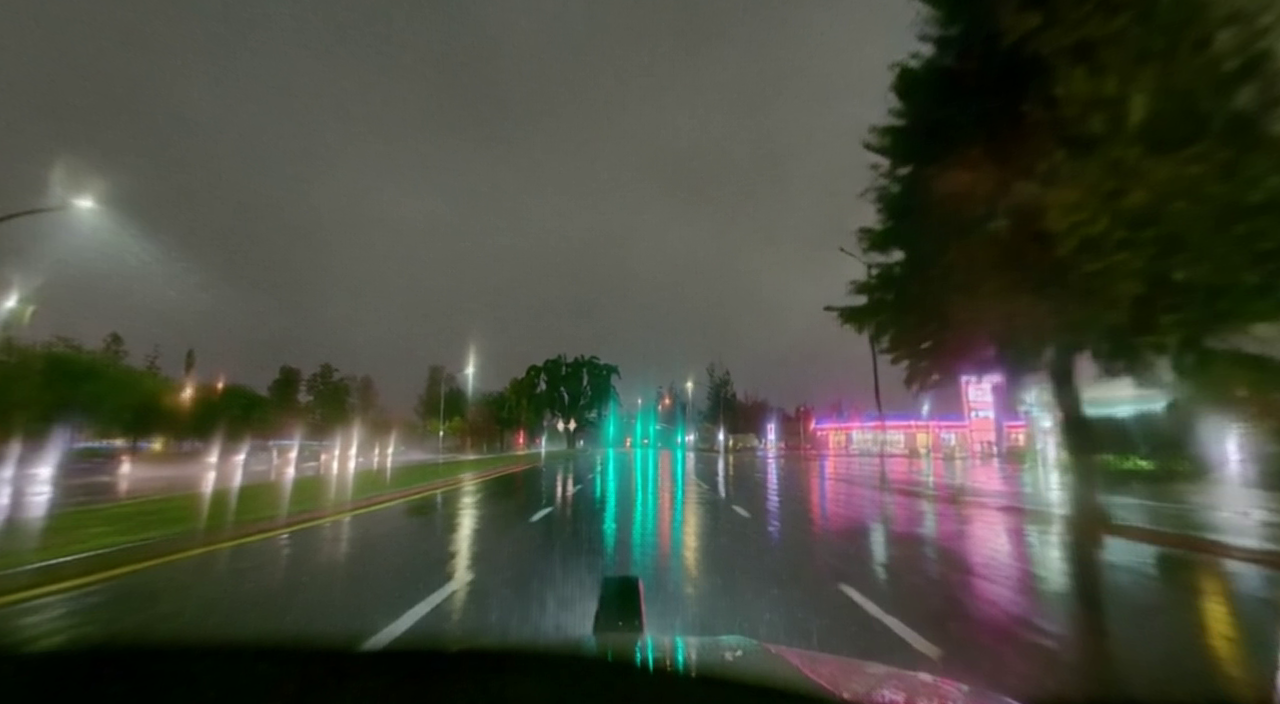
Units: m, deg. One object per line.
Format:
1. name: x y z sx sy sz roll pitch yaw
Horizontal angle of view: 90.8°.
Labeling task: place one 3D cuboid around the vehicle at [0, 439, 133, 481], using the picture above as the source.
1. vehicle: -22.258 4.077 24.256 1.771 1.445 4.321 -1 -8 4

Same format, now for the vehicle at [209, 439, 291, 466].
1. vehicle: -22.432 5.784 36.522 1.846 1.452 4.484 -1 -8 0

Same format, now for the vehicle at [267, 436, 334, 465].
1. vehicle: -22.335 6.530 41.718 1.902 1.609 4.689 -6 -9 -1
